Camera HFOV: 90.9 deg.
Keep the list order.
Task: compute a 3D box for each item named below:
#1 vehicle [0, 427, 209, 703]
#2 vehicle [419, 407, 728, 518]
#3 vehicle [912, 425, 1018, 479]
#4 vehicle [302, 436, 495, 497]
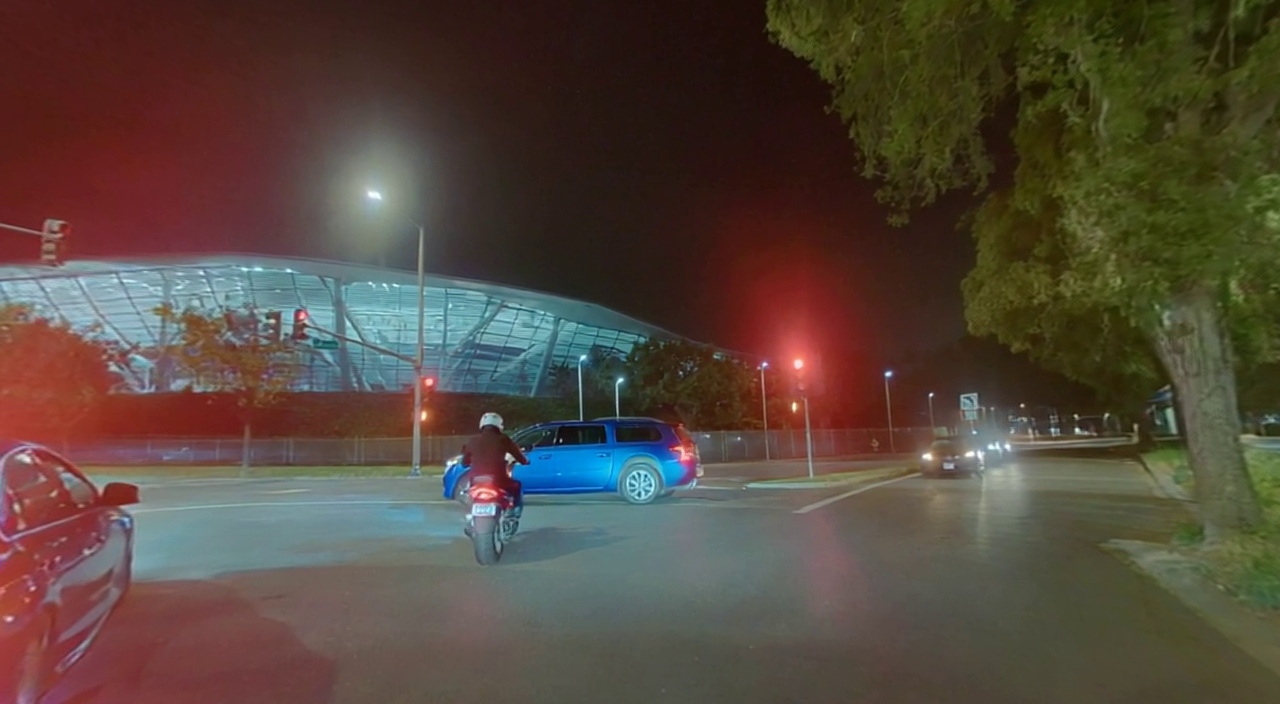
[{"bbox_3d":[-4.670,1.331,4.634,2.009,1.450,4.182,6,-11,-39],"label":"vehicle"},{"bbox_3d":[-1.369,2.216,13.152,5.833,1.960,2.341,2,-9,-13],"label":"vehicle"},{"bbox_3d":[11.430,3.455,22.023,2.084,1.656,4.583,-8,-11,41],"label":"vehicle"},{"bbox_3d":[-6.336,3.033,16.858,4.401,1.480,1.864,-1,-8,5],"label":"vehicle"}]
